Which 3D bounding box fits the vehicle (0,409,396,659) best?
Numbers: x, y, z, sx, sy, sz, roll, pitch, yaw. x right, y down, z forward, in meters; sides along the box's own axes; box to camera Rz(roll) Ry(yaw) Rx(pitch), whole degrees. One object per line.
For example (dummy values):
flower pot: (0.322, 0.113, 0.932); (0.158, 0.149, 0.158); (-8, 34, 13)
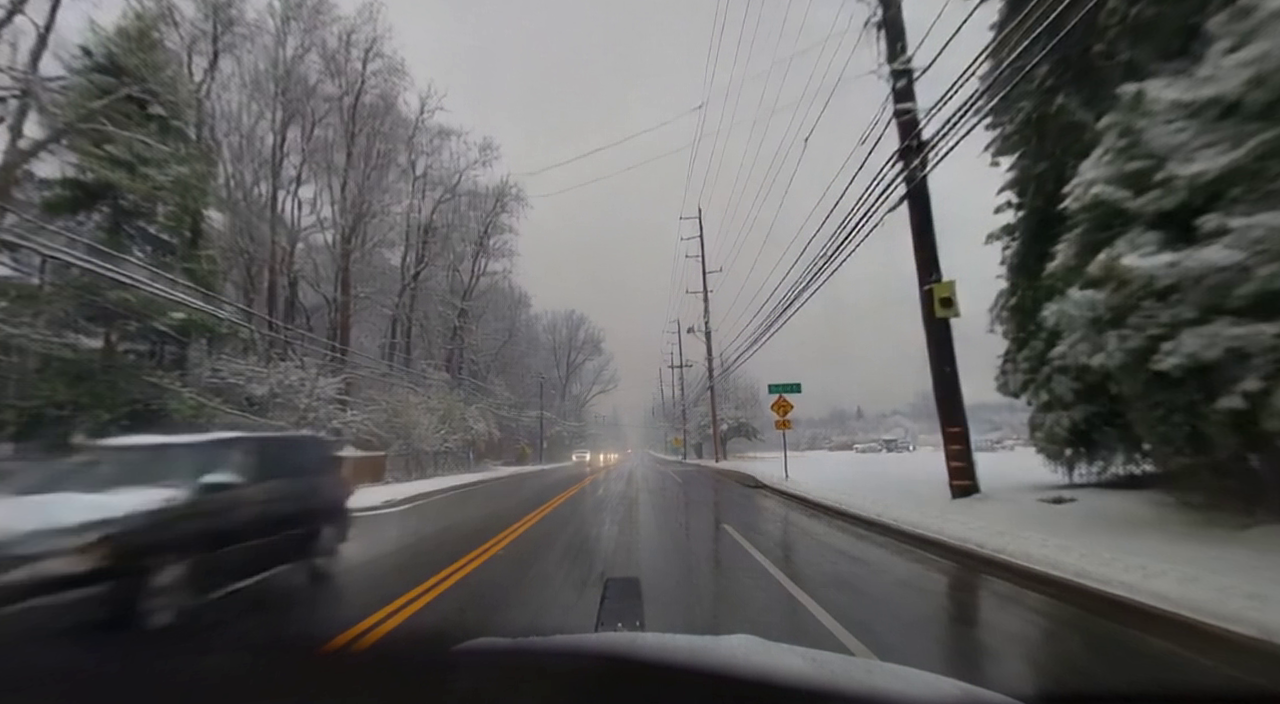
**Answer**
vehicle: (-4.409, 1.597, 6.611); (2.008, 1.730, 4.243); (0, -9, 0)
